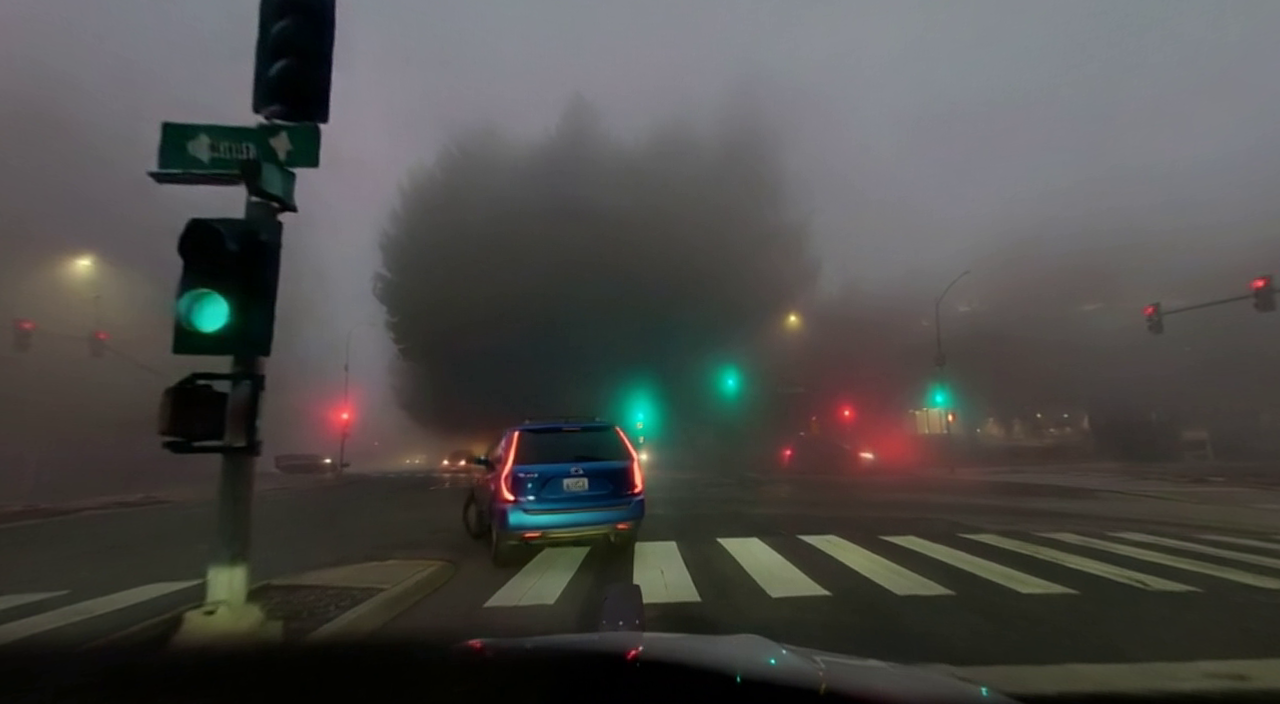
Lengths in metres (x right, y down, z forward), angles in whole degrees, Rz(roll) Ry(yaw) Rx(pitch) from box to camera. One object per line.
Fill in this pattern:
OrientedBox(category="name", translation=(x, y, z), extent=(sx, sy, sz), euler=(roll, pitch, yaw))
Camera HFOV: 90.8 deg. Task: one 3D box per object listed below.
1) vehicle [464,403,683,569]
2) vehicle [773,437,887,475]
OrientedBox(category="vehicle", translation=(-1.218, 1.804, 9.268), extent=(2.085, 1.807, 4.038), euler=(3, -9, -22))
OrientedBox(category="vehicle", translation=(8.748, 4.794, 29.263), extent=(4.529, 1.604, 2.130), euler=(-6, -10, 35))
